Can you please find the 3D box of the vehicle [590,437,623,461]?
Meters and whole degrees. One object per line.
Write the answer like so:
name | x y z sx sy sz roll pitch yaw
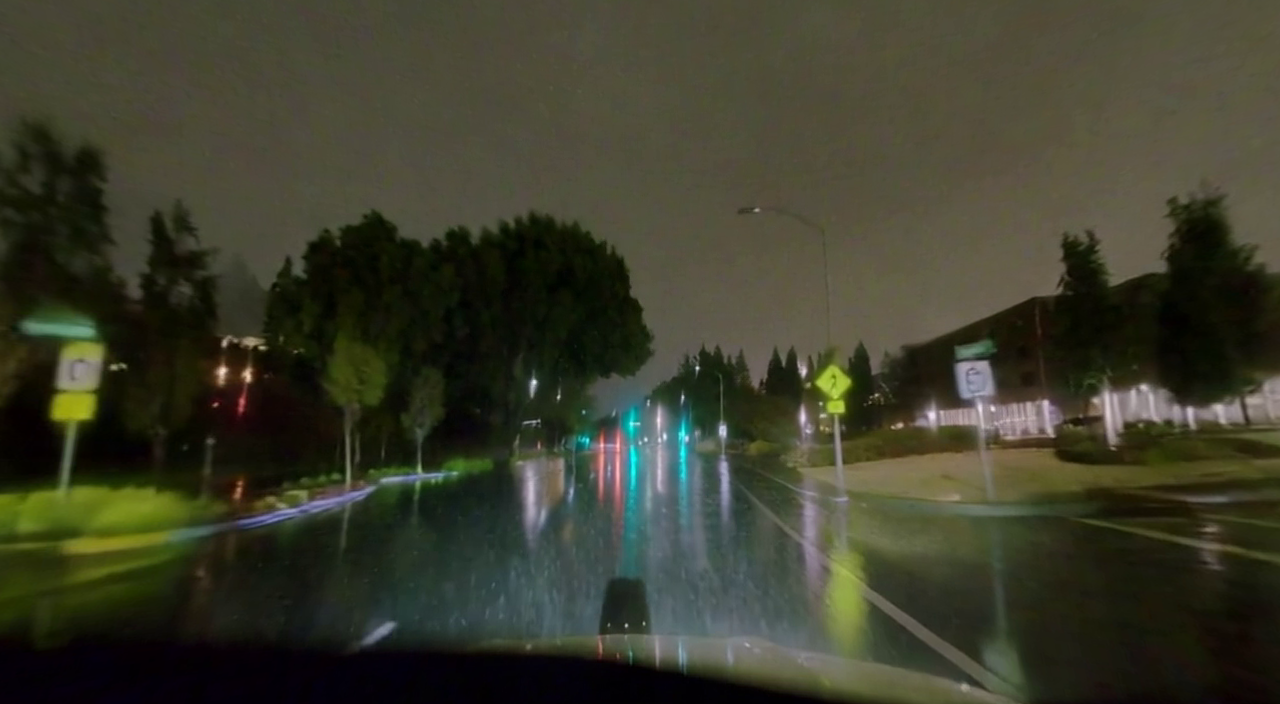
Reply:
vehicle | -2.454 7.346 47.804 2.173 1.694 4.335 0 -8 1
